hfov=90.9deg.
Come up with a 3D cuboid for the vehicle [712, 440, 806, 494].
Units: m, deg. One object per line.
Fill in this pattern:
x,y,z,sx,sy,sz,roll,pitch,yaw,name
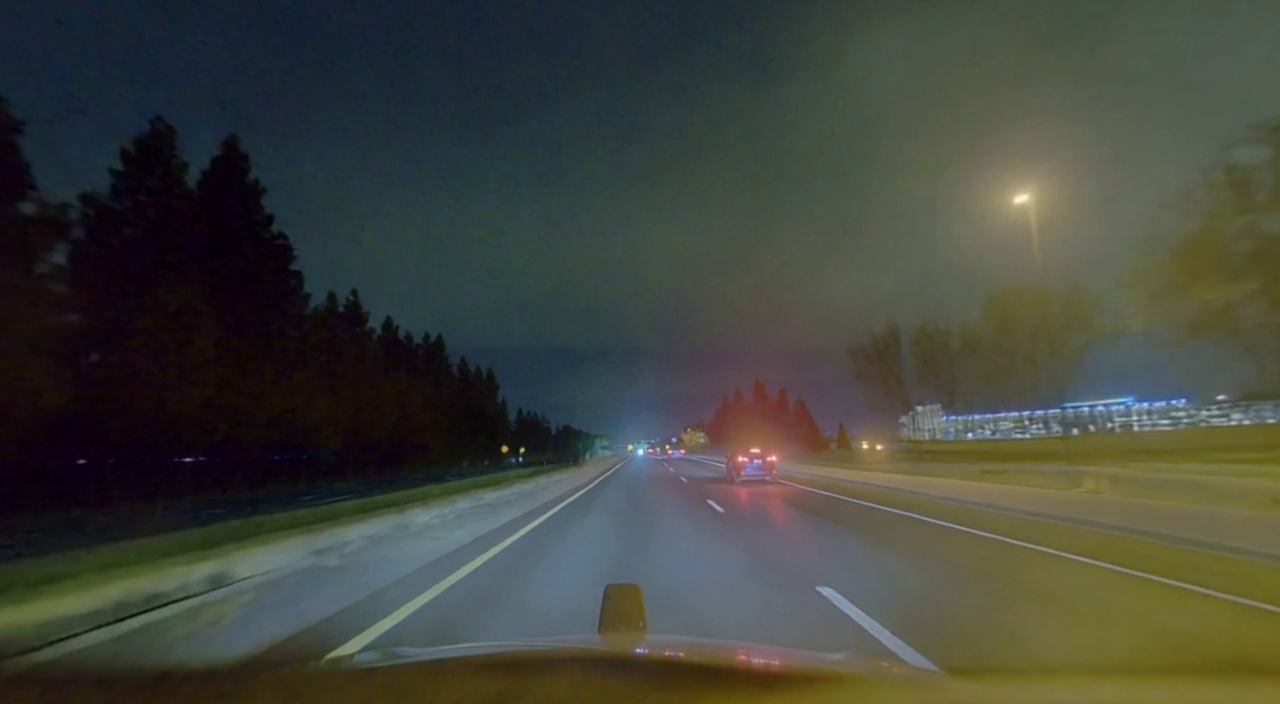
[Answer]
3.682,3.646,20.446,2.042,1.518,4.477,0,-8,-2,vehicle
